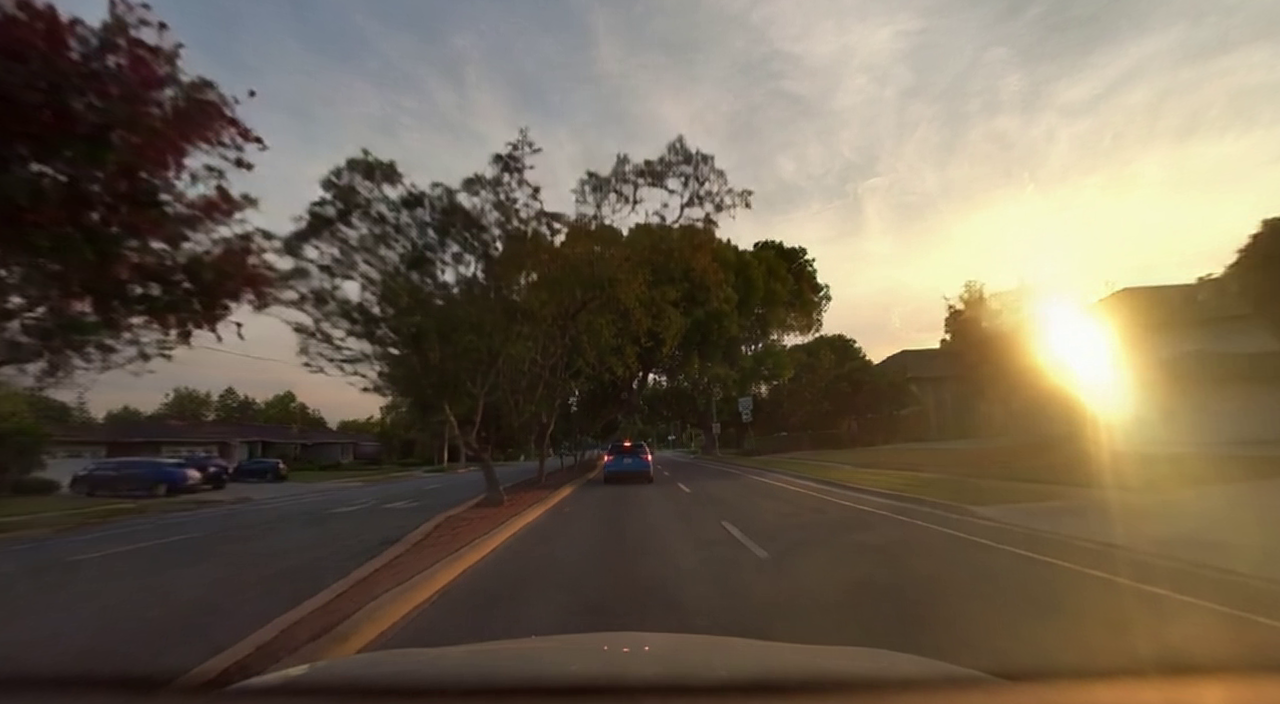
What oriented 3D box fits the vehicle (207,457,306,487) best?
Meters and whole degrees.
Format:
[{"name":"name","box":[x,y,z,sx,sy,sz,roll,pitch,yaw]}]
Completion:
[{"name":"vehicle","box":[-21.655,6.779,35.795,4.366,1.526,1.921,0,-9,0]}]

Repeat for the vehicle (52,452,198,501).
[{"name":"vehicle","box":[-21.633,5.222,26.669,4.470,1.917,1.932,-1,-9,3]}]

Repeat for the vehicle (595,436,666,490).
[{"name":"vehicle","box":[-0.279,3.738,21.629,2.181,1.639,4.127,0,-9,0]}]
